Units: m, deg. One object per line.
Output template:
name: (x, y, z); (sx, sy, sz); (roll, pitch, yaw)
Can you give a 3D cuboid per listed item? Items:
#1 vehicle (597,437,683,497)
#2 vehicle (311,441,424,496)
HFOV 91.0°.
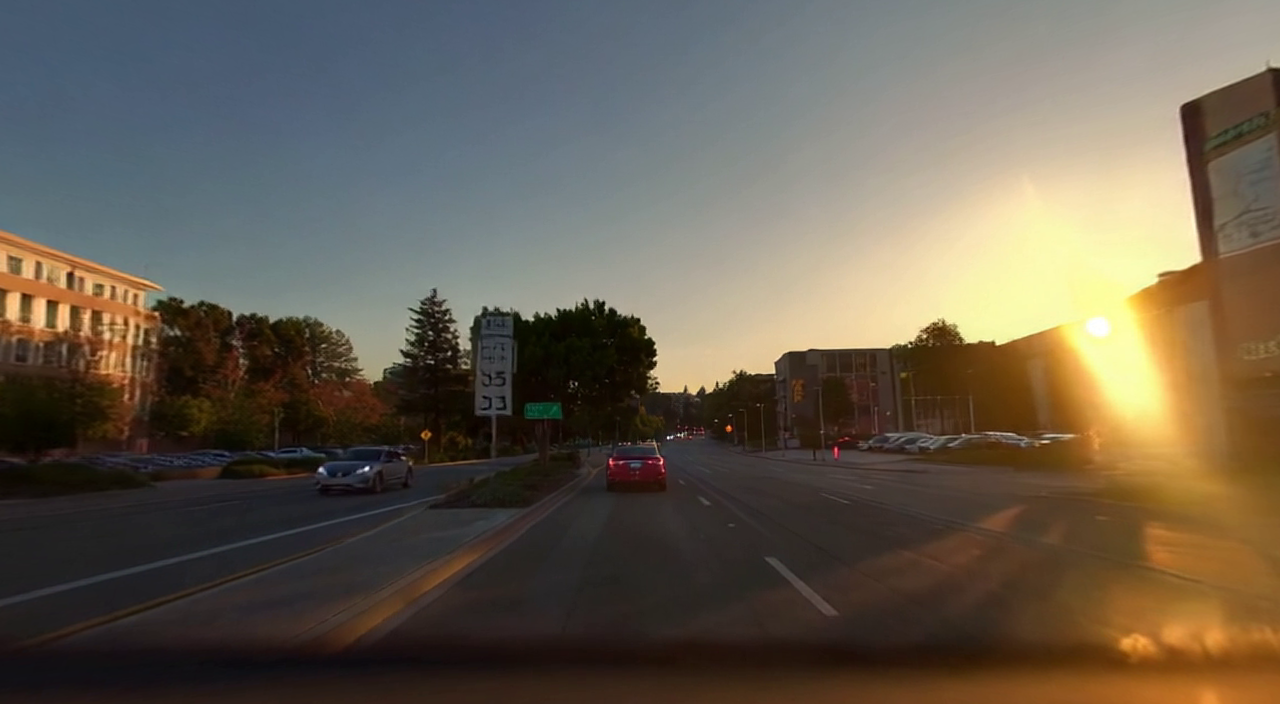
vehicle: (-0.042, 3.138, 17.581); (2.126, 1.475, 3.967); (0, -8, -1)
vehicle: (-9.098, 3.874, 21.424); (1.903, 1.476, 4.395); (-6, -8, -1)
